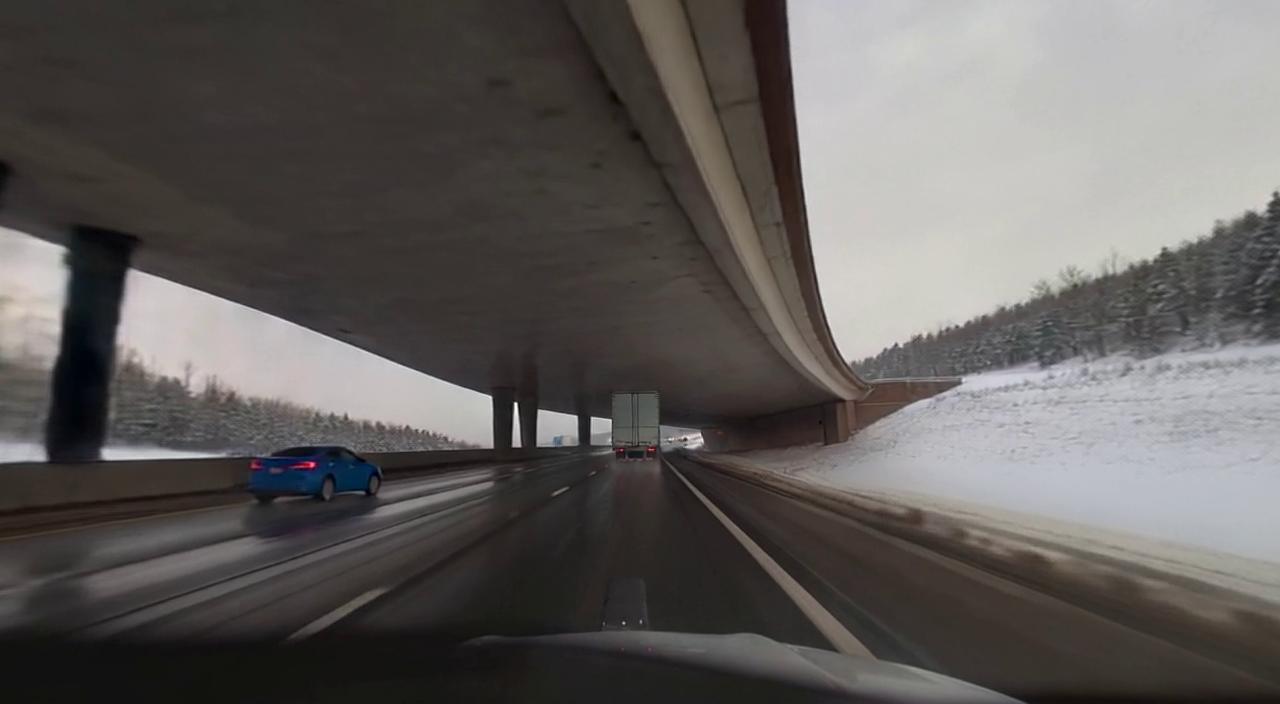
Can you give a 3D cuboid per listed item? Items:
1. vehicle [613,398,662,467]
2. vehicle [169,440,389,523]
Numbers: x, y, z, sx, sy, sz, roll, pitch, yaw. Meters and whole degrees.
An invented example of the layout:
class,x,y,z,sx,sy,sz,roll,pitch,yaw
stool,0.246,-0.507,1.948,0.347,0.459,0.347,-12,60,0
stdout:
class,x,y,z,sx,sy,sz,roll,pitch,yaw
vehicle,-0.086,5.543,42.461,2.866,4.014,11.261,0,-8,1
vehicle,-7.491,2.699,13.798,2.078,1.496,4.563,0,-8,1
